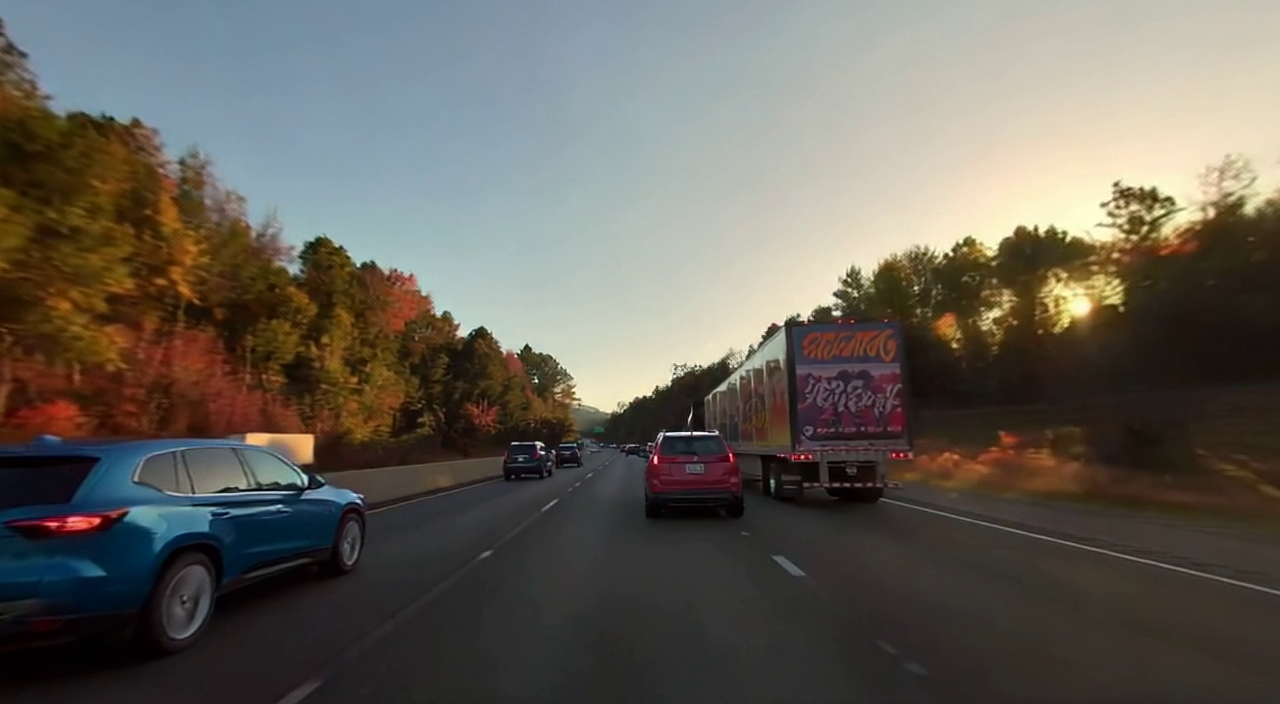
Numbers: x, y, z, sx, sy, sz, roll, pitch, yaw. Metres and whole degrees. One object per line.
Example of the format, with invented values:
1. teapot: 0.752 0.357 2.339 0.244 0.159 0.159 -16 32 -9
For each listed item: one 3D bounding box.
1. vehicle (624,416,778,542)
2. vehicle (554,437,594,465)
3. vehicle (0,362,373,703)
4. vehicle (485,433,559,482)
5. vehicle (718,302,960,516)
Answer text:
1. vehicle: 0.768 1.955 10.249 2.017 1.662 3.543 0 -8 -2
2. vehicle: -4.156 6.319 40.307 2.014 1.683 4.275 0 -8 1
3. vehicle: -3.982 1.131 4.657 1.983 1.666 4.452 0 -8 1
4. vehicle: -4.191 3.809 22.991 1.905 1.642 3.803 0 -8 1
5. vehicle: 4.627 2.050 19.060 2.828 4.081 14.220 0 -8 1
